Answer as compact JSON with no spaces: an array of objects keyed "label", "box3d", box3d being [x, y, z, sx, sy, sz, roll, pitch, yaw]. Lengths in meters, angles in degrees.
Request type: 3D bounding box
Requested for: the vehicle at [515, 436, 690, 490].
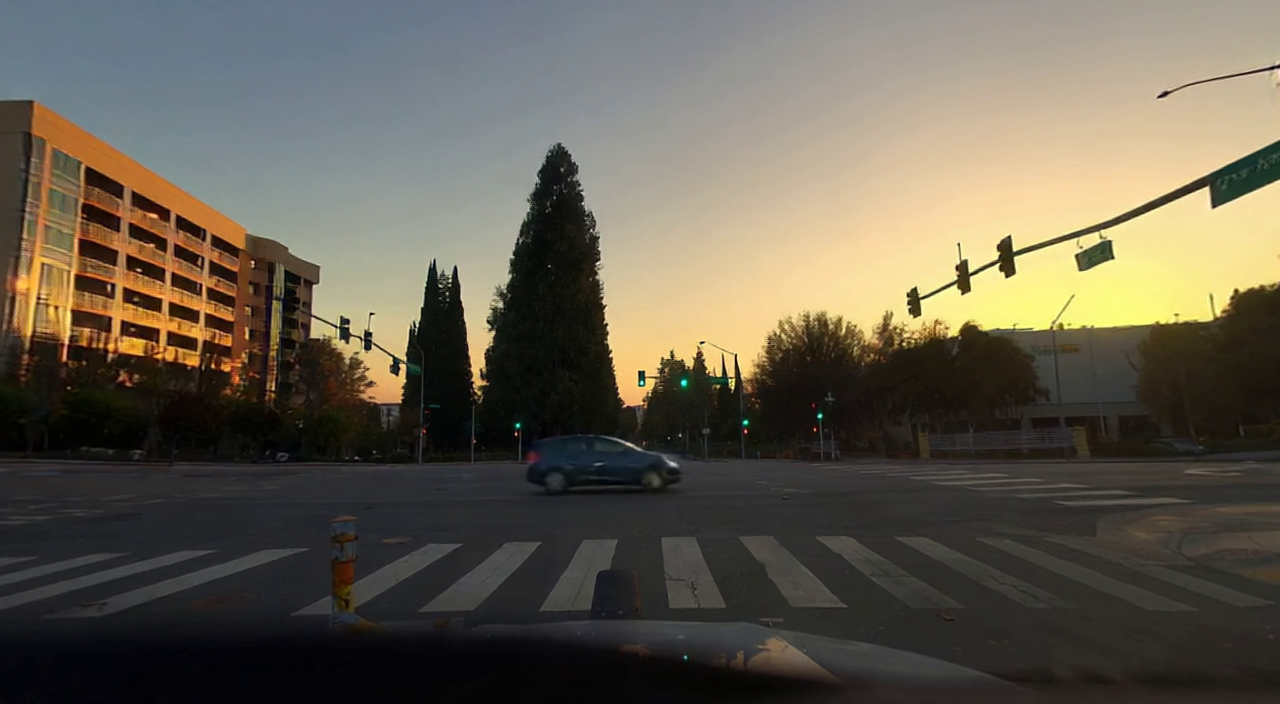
[{"label":"vehicle","box3d":[-1.041,3.246,18.596,4.838,1.468,2.052,0,-9,1]}]
